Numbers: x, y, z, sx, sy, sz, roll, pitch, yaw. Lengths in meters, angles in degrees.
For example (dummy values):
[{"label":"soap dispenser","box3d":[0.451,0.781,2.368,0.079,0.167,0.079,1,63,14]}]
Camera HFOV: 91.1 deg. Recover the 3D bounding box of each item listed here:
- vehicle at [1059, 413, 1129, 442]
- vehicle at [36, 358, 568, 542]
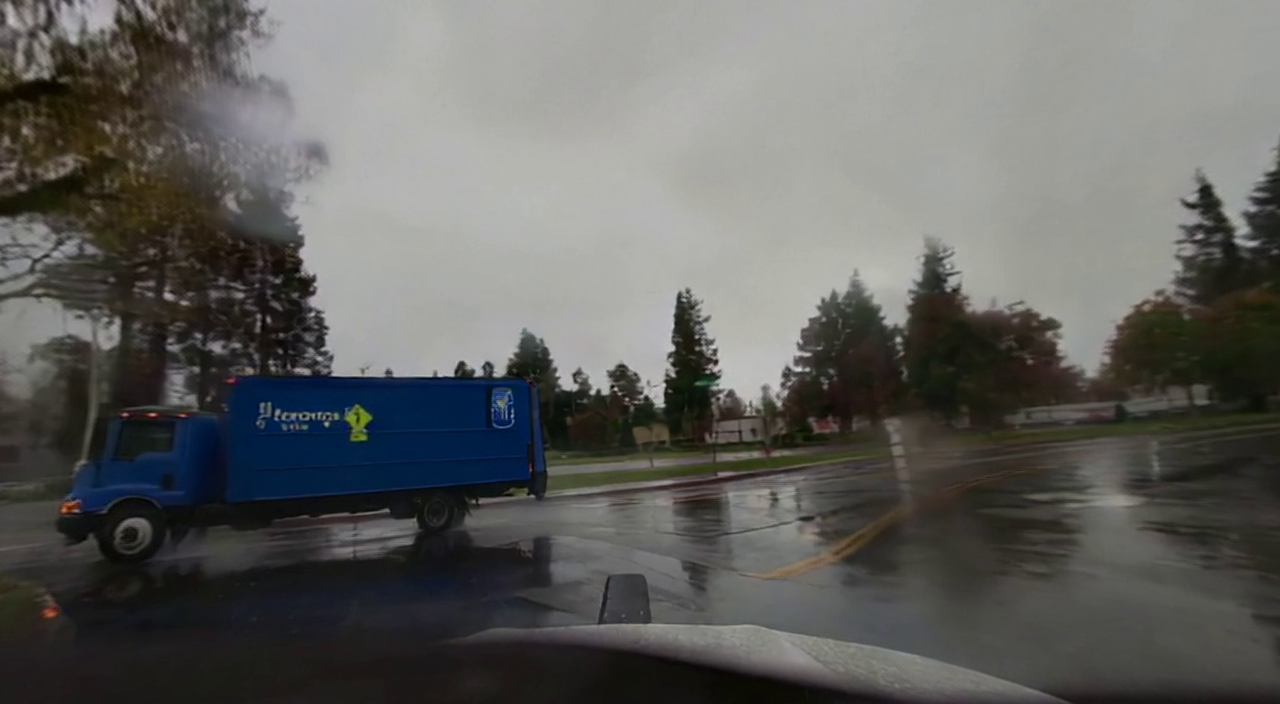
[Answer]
[{"label":"vehicle","box3d":[25.867,4.328,35.731,4.075,1.523,1.837,5,-10,-34]},{"label":"vehicle","box3d":[-6.747,2.168,14.396,9.680,3.326,2.838,3,-9,-19]}]
